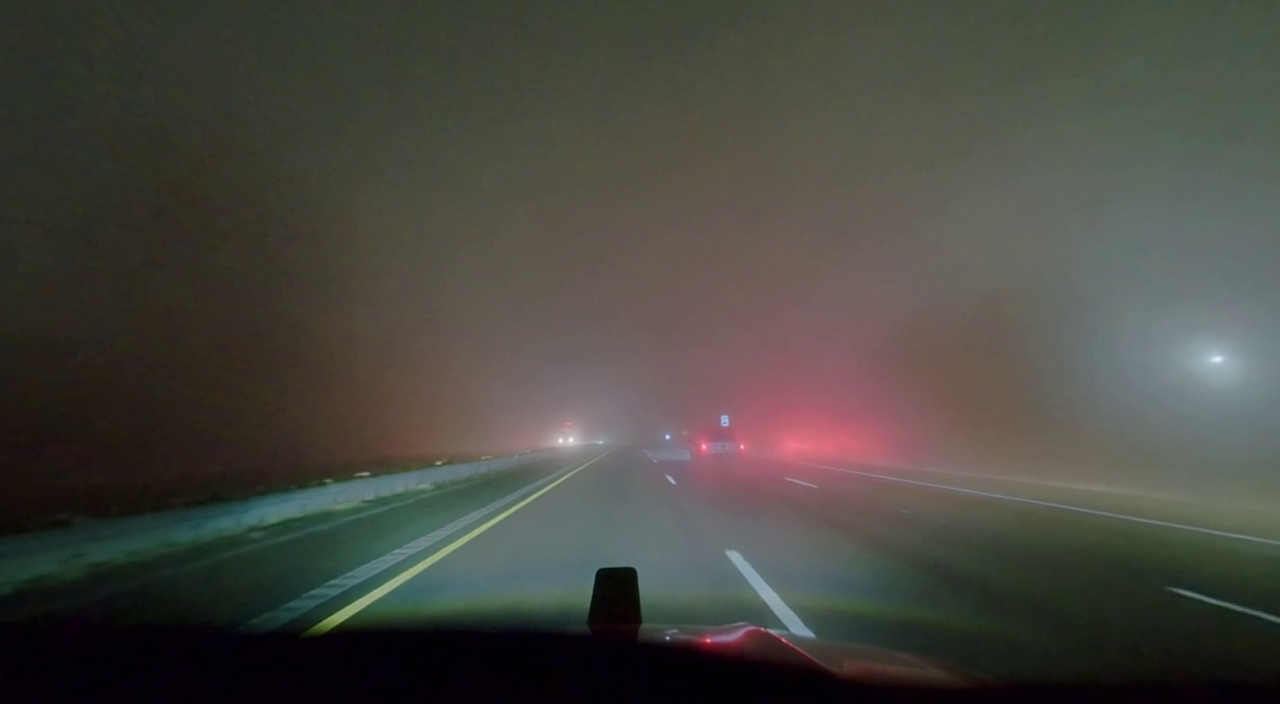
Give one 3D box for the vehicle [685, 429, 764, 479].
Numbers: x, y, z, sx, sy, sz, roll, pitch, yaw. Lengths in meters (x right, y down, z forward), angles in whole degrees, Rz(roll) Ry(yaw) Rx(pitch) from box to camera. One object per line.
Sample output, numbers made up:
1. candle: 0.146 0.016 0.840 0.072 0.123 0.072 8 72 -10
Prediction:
1. vehicle: 2.825 3.528 22.090 2.084 1.583 4.420 0 -8 -1
